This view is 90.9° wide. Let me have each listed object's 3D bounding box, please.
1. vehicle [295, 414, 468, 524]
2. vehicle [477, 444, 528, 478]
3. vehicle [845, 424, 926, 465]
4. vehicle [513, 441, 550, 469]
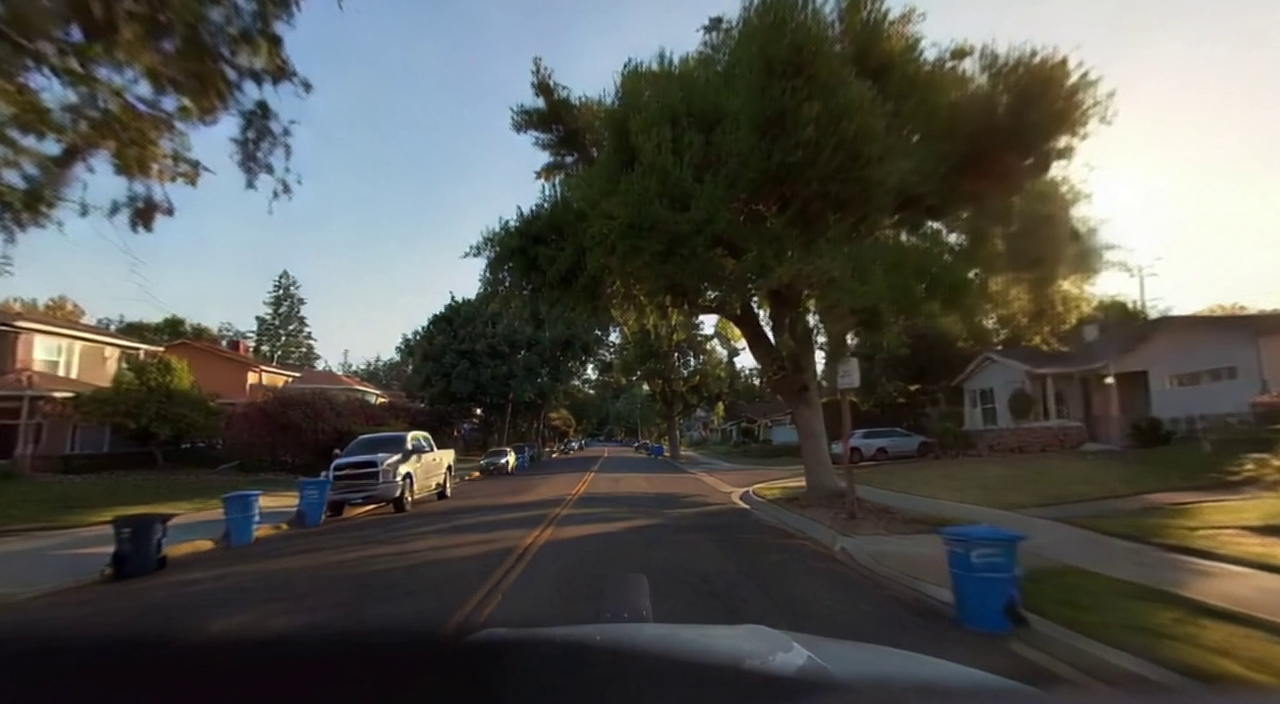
[{"bbox_3d":[-6.686,2.961,17.291,2.223,2.115,5.707,5,-4,0],"label":"vehicle"},{"bbox_3d":[-7.478,5.944,34.652,1.945,1.530,4.430,-4,-7,-4],"label":"vehicle"},{"bbox_3d":[11.954,4.509,31.093,1.936,1.687,4.714,-4,-7,-1],"label":"vehicle"},{"bbox_3d":[-8.181,7.758,47.810,2.169,1.871,4.762,-3,-7,-4],"label":"vehicle"}]
